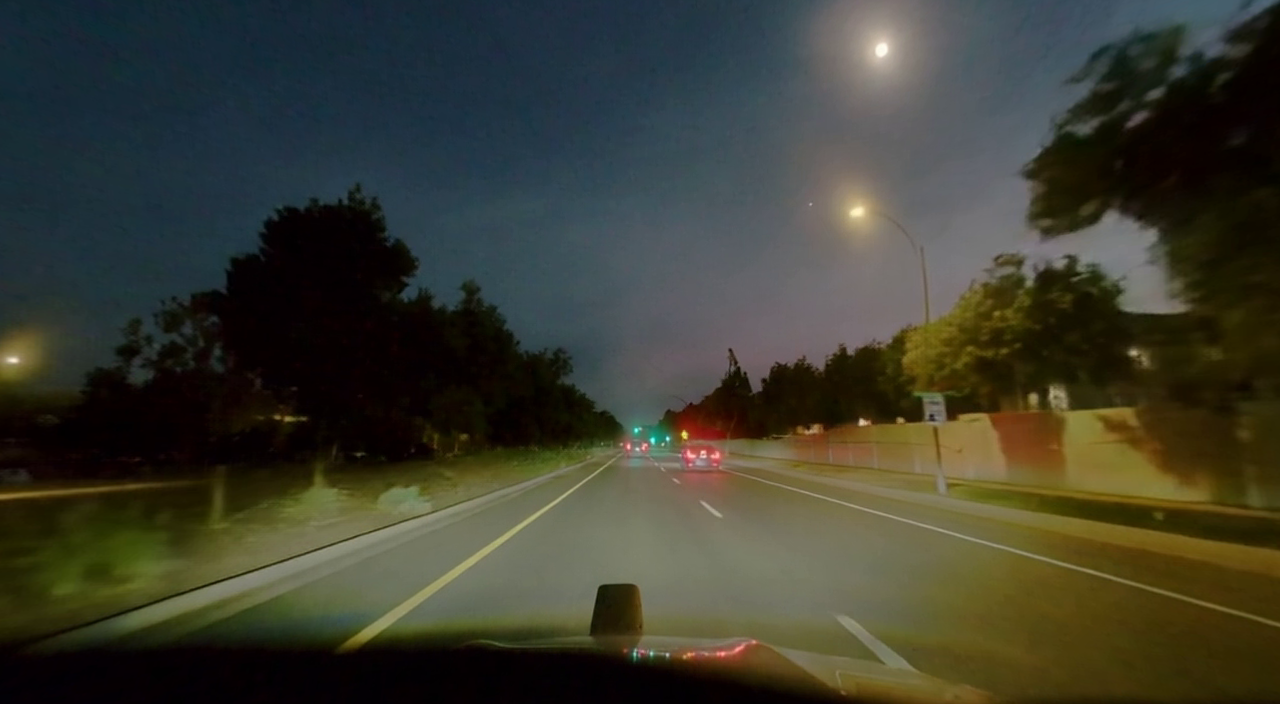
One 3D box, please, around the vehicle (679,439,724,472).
[{"bbox_3d":[3.249,5.558,34.068,1.888,1.640,4.044,0,-8,-2],"label":"vehicle"}]
